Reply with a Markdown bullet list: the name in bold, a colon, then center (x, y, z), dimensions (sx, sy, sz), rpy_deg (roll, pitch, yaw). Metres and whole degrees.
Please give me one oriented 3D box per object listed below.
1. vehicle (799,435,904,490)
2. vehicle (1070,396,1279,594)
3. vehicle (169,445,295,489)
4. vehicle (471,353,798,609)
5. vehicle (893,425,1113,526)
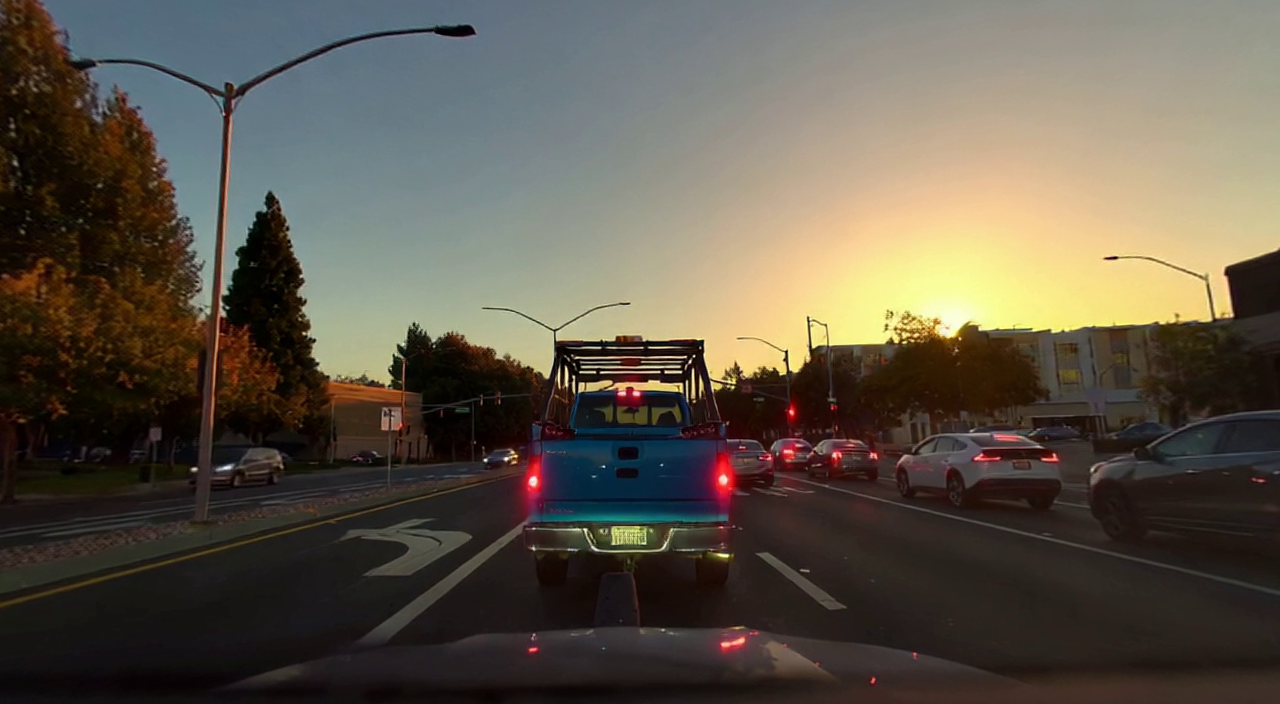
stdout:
- **vehicle**: center (7.066, 3.739, 21.620), dimensions (1.953, 1.665, 4.327), rpy_deg (0, -9, -2)
- **vehicle**: center (6.818, 1.362, 6.169), dimensions (2.023, 1.771, 4.488), rpy_deg (0, -9, 0)
- **vehicle**: center (-19.459, 5.483, 30.582), dimensions (2.205, 1.916, 5.771), rpy_deg (0, -9, 0)
- **vehicle**: center (-0.098, 1.478, 8.158), dimensions (2.682, 2.117, 5.706), rpy_deg (0, -9, -1)
- **vehicle**: center (7.069, 2.434, 12.965), dimensions (1.931, 1.692, 4.267), rpy_deg (0, -9, 0)
